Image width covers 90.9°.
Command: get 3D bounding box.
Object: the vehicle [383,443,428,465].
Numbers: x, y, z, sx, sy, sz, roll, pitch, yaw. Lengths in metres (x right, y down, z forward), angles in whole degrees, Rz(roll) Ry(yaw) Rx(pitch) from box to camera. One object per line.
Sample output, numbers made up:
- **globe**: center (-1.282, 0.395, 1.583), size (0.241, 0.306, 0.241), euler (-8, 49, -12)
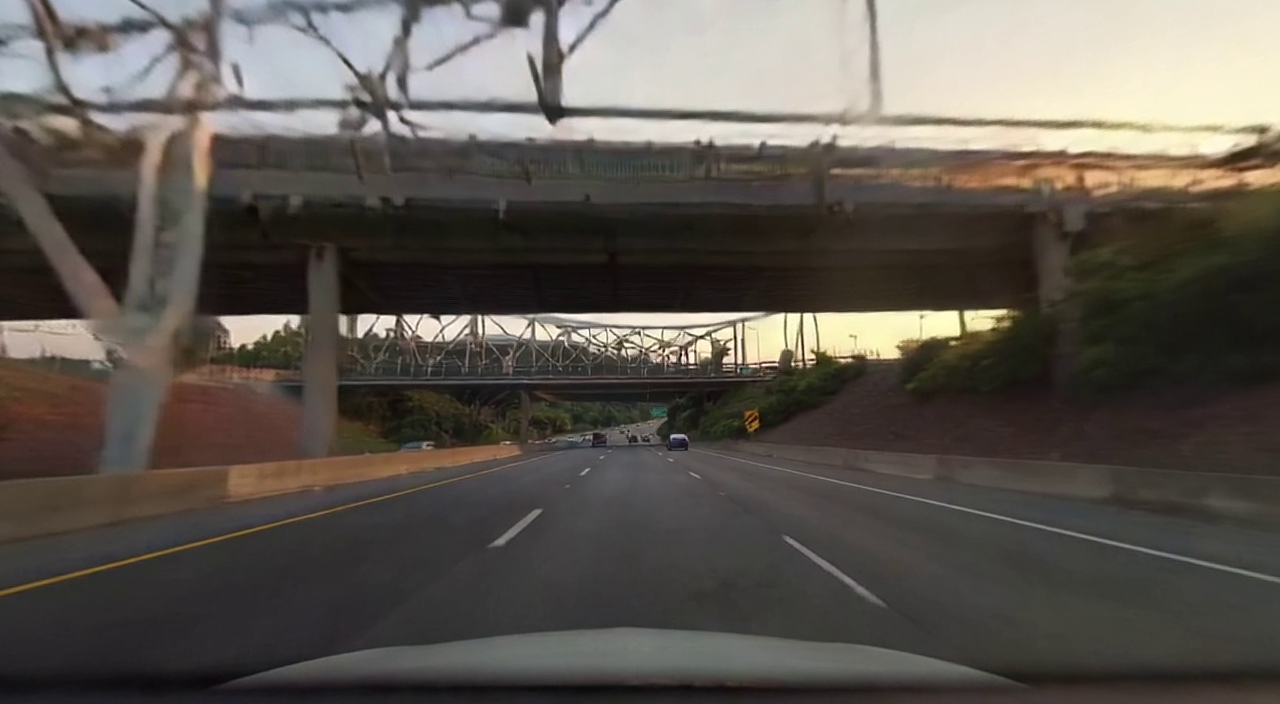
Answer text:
- **vehicle**: center (-17.188, 7.460, 46.378), size (1.796, 1.521, 4.008), euler (0, -8, -1)
